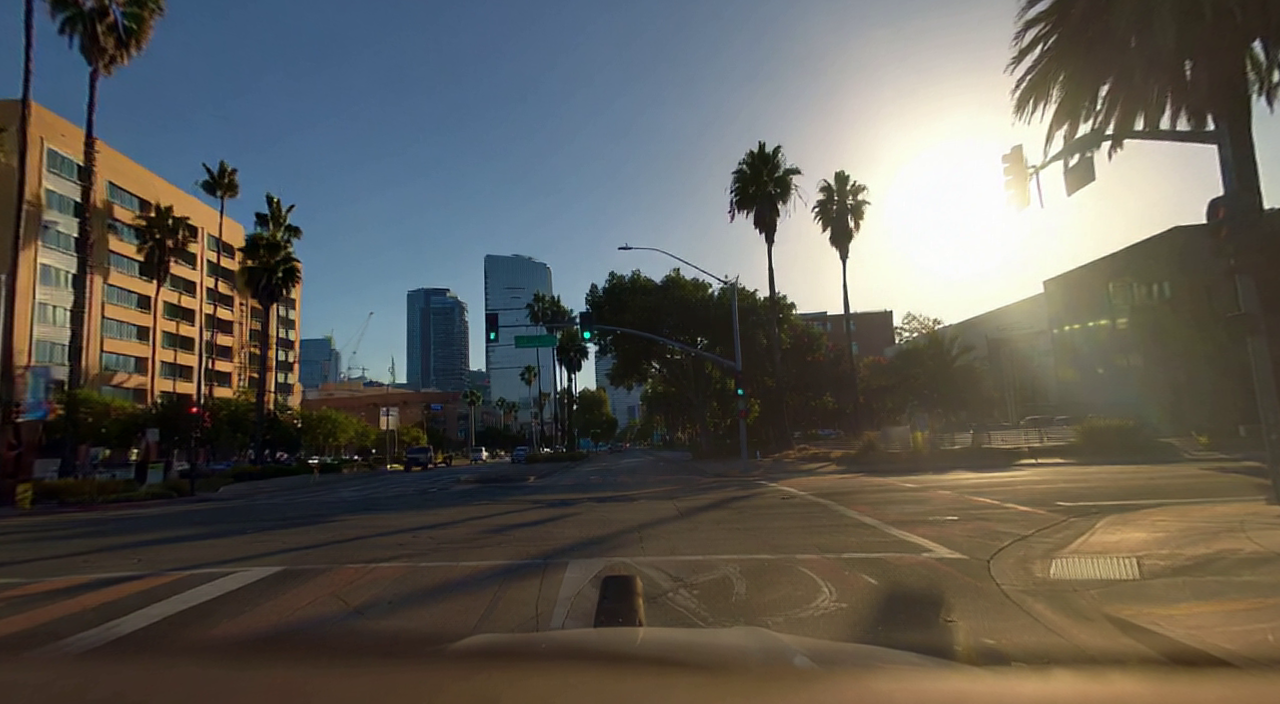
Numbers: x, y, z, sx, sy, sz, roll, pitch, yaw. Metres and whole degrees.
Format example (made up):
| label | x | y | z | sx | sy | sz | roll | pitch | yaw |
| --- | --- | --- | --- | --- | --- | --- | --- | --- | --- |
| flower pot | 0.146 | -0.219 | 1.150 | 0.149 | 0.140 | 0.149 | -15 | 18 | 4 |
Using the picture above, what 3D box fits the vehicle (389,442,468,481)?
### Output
| label | x | y | z | sx | sy | sz | roll | pitch | yaw |
| --- | --- | --- | --- | --- | --- | --- | --- | --- | --- |
| vehicle | -10.740 | 5.583 | 32.374 | 2.270 | 1.833 | 4.860 | 0 | -9 | 1 |
